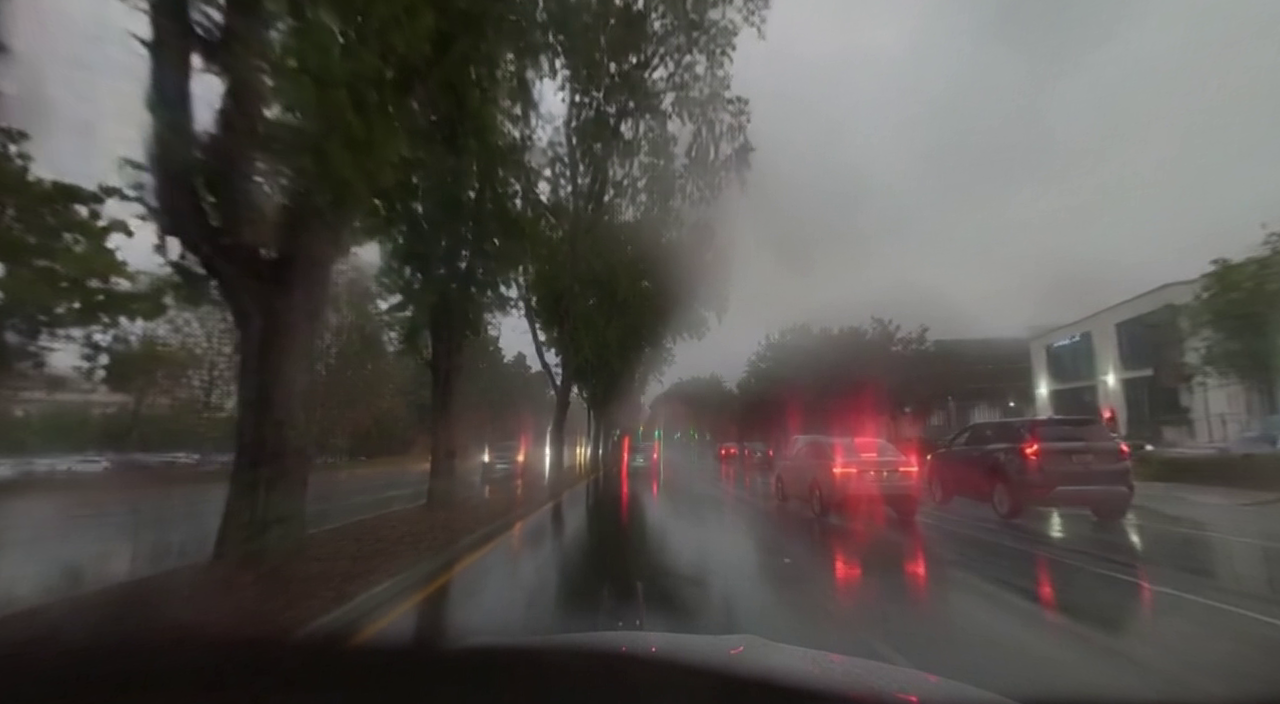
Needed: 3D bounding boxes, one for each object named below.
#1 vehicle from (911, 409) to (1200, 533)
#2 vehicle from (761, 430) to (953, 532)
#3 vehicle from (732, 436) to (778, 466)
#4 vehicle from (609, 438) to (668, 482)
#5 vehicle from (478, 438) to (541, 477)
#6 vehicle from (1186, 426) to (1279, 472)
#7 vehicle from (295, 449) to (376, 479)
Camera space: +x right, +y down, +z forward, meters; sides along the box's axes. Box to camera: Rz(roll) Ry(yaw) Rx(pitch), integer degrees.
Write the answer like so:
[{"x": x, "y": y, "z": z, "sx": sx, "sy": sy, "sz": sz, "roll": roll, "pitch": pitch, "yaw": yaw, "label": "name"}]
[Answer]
[{"x": 7.136, "y": 2.097, "z": 11.680, "sx": 2.134, "sy": 1.810, "sz": 4.590, "roll": 0, "pitch": -9, "yaw": -1, "label": "vehicle"}, {"x": 3.561, "y": 2.196, "z": 11.331, "sx": 1.858, "sy": 1.466, "sz": 4.230, "roll": 0, "pitch": -9, "yaw": -1, "label": "vehicle"}, {"x": 7.318, "y": 6.387, "z": 40.731, "sx": 2.068, "sy": 1.779, "sz": 4.567, "roll": 0, "pitch": -9, "yaw": -1, "label": "vehicle"}, {"x": -0.041, "y": 3.953, "z": 23.438, "sx": 1.994, "sy": 1.479, "sz": 3.647, "roll": 0, "pitch": -9, "yaw": 0, "label": "vehicle"}, {"x": -5.629, "y": 4.610, "z": 27.791, "sx": 1.887, "sy": 1.582, "sz": 3.915, "roll": 0, "pitch": -9, "yaw": 1, "label": "vehicle"}, {"x": 19.857, "y": 3.086, "z": 20.062, "sx": 3.316, "sy": 1.355, "sz": 1.611, "roll": -2, "pitch": -11, "yaw": 6, "label": "vehicle"}, {"x": -16.601, "y": 6.124, "z": 34.792, "sx": 1.982, "sy": 1.481, "sz": 4.706, "roll": 0, "pitch": -9, "yaw": 2, "label": "vehicle"}]
